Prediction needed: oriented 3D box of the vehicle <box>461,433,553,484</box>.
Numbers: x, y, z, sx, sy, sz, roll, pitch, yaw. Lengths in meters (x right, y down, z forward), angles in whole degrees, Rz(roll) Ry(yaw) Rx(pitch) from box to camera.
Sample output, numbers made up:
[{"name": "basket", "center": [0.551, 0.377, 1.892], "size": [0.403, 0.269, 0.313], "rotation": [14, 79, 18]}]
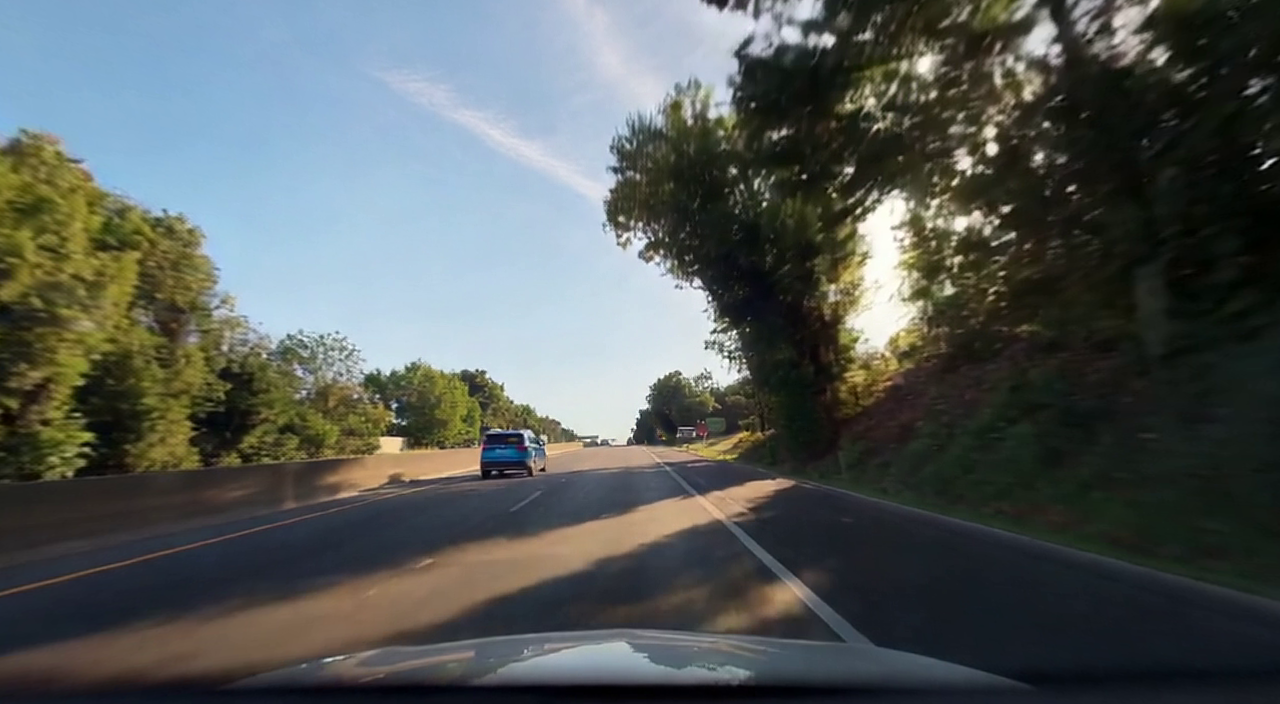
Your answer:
[{"name": "vehicle", "center": [-4.251, 3.452, 20.881], "size": [2.063, 1.496, 4.225], "rotation": [0, -8, 1]}]
